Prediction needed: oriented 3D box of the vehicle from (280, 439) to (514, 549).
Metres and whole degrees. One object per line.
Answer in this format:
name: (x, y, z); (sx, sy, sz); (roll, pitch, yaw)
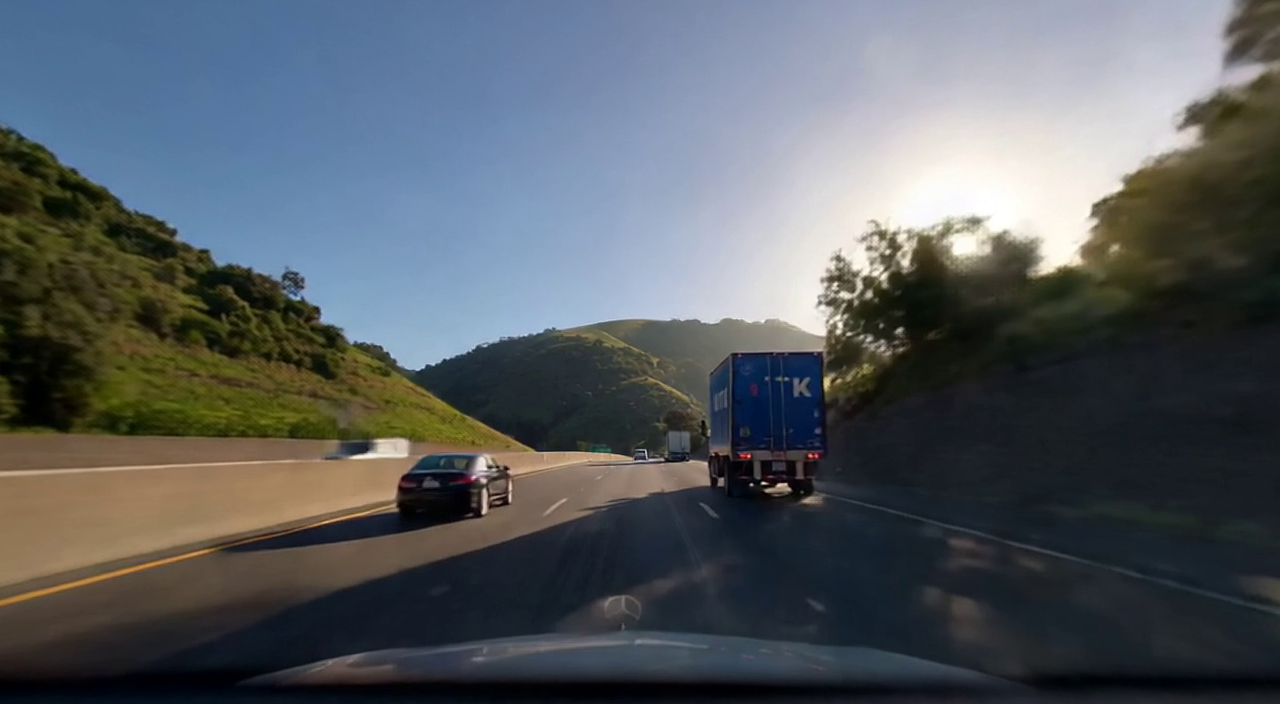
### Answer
vehicle: (-3.873, 2.369, 11.357); (2.060, 1.475, 5.314); (0, -9, 1)

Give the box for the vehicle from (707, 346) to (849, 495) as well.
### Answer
vehicle: (4.038, 2.302, 20.214); (2.999, 4.023, 6.337); (0, -9, -1)
